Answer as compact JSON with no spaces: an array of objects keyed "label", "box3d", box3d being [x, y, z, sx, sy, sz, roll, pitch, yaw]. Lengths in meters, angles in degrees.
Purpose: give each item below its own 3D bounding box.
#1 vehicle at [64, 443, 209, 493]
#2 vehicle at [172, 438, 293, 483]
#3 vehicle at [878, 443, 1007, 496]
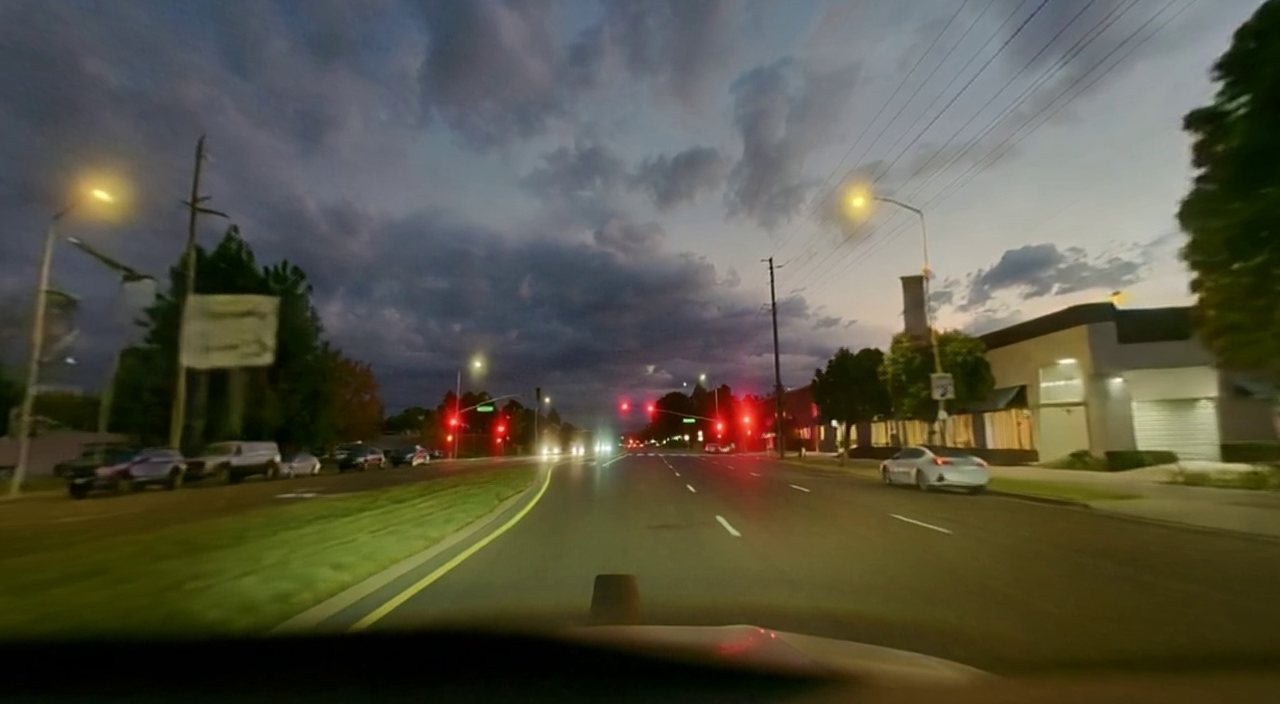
[{"label":"vehicle","box3d":[-19.531,4.474,24.828,1.966,1.753,4.634,0,-9,-2]},{"label":"vehicle","box3d":[-19.328,5.131,30.382,2.085,1.957,5.548,0,-8,1]},{"label":"vehicle","box3d":[9.848,3.825,21.069,1.919,1.546,4.730,0,-9,0]}]
